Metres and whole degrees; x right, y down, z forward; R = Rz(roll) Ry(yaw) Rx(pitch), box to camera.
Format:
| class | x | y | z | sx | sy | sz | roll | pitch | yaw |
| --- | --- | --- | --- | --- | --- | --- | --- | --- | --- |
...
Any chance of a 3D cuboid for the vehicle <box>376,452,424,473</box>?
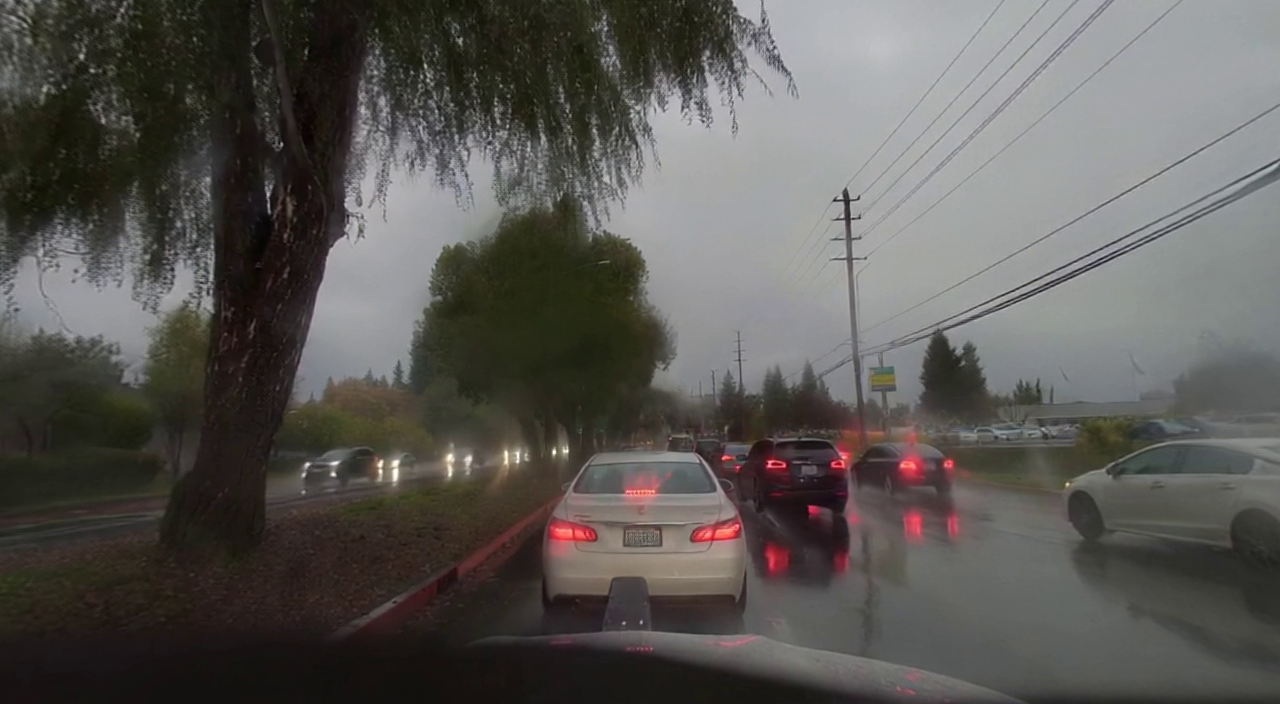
| class | x | y | z | sx | sy | sz | roll | pitch | yaw |
| --- | --- | --- | --- | --- | --- | --- | --- | --- | --- |
| vehicle | -18.761 | 8.641 | 49.507 | 1.884 | 1.466 | 4.821 | 0 | -8 | 0 |

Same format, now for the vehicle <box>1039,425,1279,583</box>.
| class | x | y | z | sx | sy | sz | roll | pitch | yaw |
| --- | --- | --- | --- | --- | --- | --- | --- | --- | --- |
| vehicle | 6.989 | 1.627 | 7.286 | 1.850 | 1.480 | 4.474 | 0 | -8 | 1 |

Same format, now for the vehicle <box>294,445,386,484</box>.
| class | x | y | z | sx | sy | sz | roll | pitch | yaw |
| --- | --- | --- | --- | --- | --- | --- | --- | --- | --- |
| vehicle | -15.298 | 5.731 | 32.541 | 2.056 | 1.809 | 5.354 | 0 | -8 | 0 |

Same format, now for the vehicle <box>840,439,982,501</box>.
| class | x | y | z | sx | sy | sz | roll | pitch | yaw |
| --- | --- | --- | --- | --- | --- | --- | --- | --- | --- |
| vehicle | 7.271 | 3.184 | 17.527 | 1.899 | 1.458 | 4.499 | 0 | -8 | -1 |

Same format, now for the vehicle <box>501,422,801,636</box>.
| class | x | y | z | sx | sy | sz | roll | pitch | yaw |
| --- | --- | --- | --- | --- | --- | --- | --- | --- | --- |
| vehicle | 0.063 | 1.537 | 6.475 | 2.108 | 1.479 | 3.935 | 0 | -8 | 0 |

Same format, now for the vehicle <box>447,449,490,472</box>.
| class | x | y | z | sx | sy | sz | roll | pitch | yaw |
| --- | --- | --- | --- | --- | --- | --- | --- | --- | --- |
| vehicle | -12.005 | 7.606 | 44.365 | 1.804 | 1.430 | 4.456 | 0 | -8 | 0 |

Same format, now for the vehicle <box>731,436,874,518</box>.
| class | x | y | z | sx | sy | sz | roll | pitch | yaw |
| --- | --- | --- | --- | --- | --- | --- | --- | --- | --- |
| vehicle | 3.336 | 2.632 | 13.869 | 1.979 | 1.504 | 4.156 | 0 | -8 | -1 |
